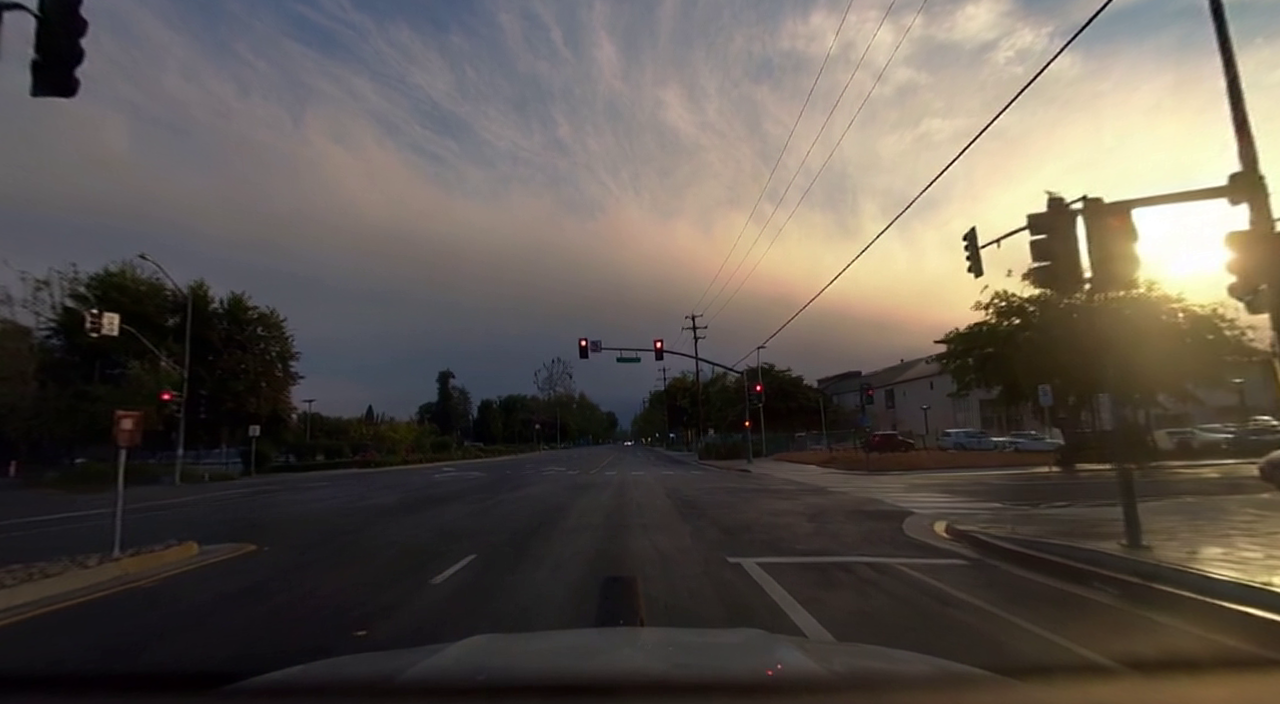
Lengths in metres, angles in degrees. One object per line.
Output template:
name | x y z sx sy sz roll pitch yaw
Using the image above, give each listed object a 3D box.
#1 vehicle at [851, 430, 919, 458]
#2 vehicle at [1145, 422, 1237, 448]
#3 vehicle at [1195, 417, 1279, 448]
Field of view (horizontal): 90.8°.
vehicle | 14.977 5.697 38.911 1.959 1.471 4.570 -4 -8 -4
vehicle | 34.118 5.189 39.283 1.832 1.521 4.266 0 -9 0
vehicle | 37.115 4.955 38.693 1.916 1.619 4.524 -4 -9 -3
